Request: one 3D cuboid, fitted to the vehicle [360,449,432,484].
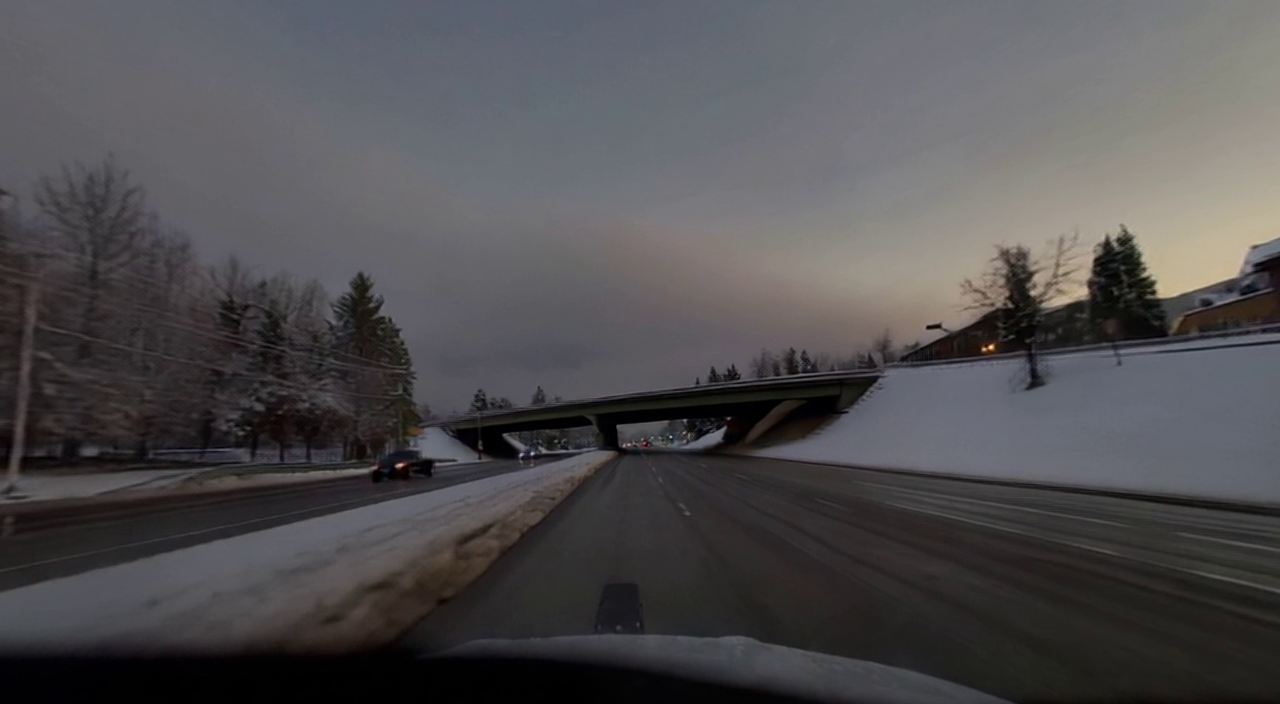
[{"bbox_3d":[-12.229,5.746,32.000,1.932,1.615,4.235,0,-9,0],"label":"vehicle"}]

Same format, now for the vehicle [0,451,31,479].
[{"bbox_3d":[-49.939,8.843,49.541,4.715,2.043,2.247,-7,-11,38],"label":"vehicle"}]
